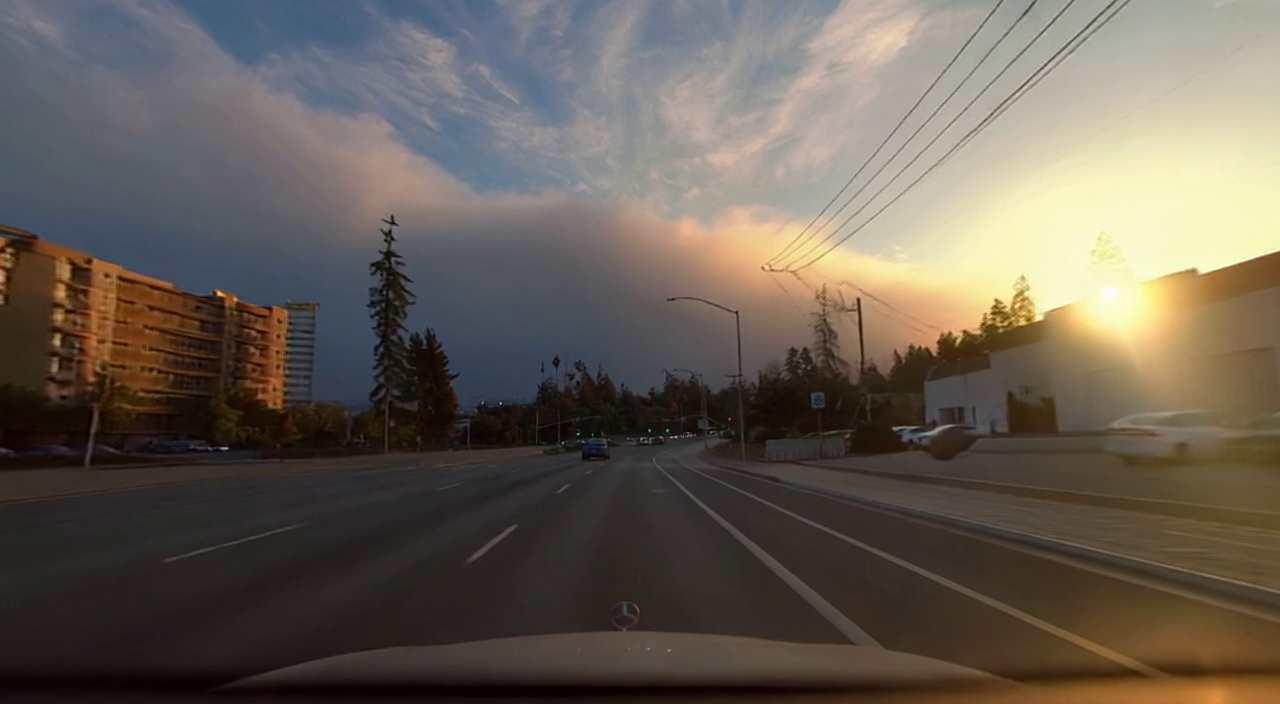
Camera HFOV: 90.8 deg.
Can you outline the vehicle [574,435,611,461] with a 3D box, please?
[{"bbox_3d":[-3.204,6.553,43.255,2.121,1.654,3.993,0,-8,1],"label":"vehicle"}]
